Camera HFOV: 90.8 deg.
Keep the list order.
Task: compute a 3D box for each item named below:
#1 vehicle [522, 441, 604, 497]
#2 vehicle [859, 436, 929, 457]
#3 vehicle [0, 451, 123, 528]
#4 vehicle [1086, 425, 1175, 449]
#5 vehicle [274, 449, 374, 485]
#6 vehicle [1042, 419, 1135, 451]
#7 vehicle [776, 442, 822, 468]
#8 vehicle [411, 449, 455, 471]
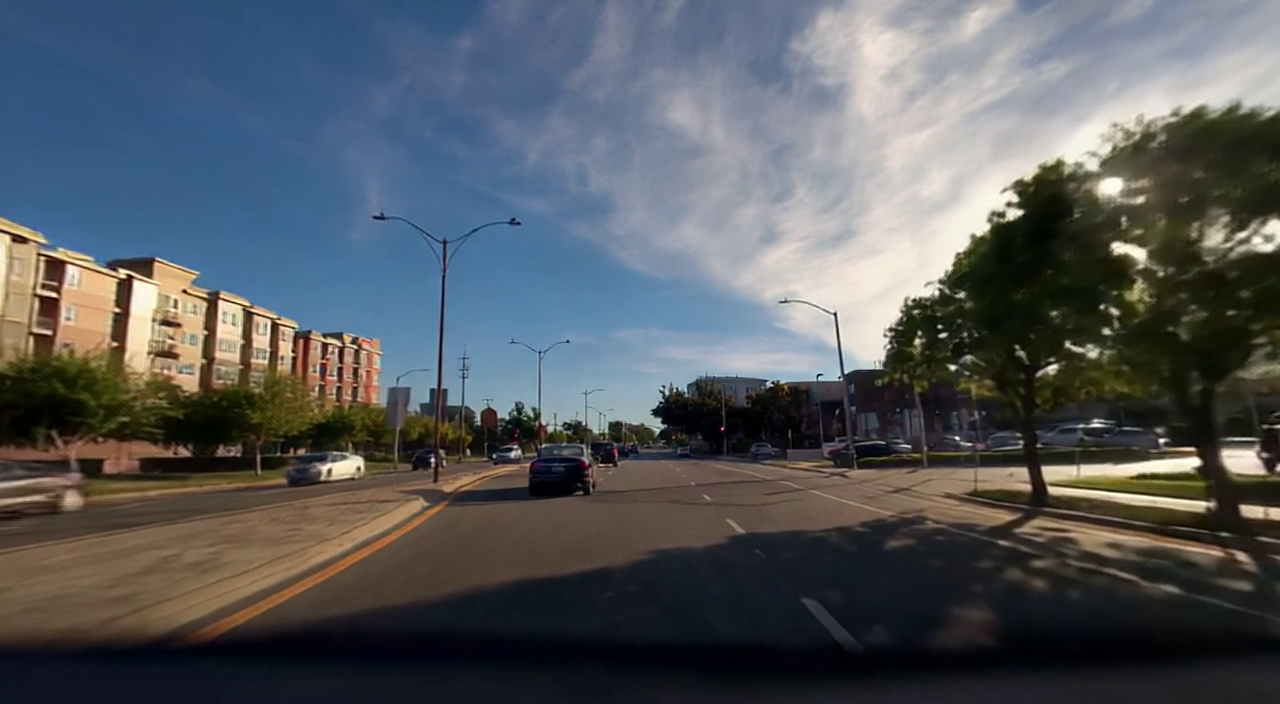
[{"bbox_3d":[-2.188,3.440,18.987,2.144,1.447,4.421,0,-9,-4],"label":"vehicle"},{"bbox_3d":[18.929,7.083,47.233,4.416,1.519,1.988,-1,-9,3],"label":"vehicle"},{"bbox_3d":[-13.539,2.820,13.099,1.882,1.475,4.522,0,-9,-1],"label":"vehicle"},{"bbox_3d":[34.381,5.979,44.348,4.531,1.596,1.929,-1,-9,2],"label":"vehicle"},{"bbox_3d":[-14.269,5.179,28.896,2.149,1.468,4.707,0,-9,0],"label":"vehicle"},{"bbox_3d":[33.791,6.296,47.689,5.156,2.086,2.144,-3,-10,2],"label":"vehicle"},{"bbox_3d":[10.826,7.009,43.311,1.975,1.677,4.400,0,-9,-1],"label":"vehicle"},{"bbox_3d":[-14.245,7.448,43.645,1.808,1.444,3.609,0,-9,0],"label":"vehicle"}]
